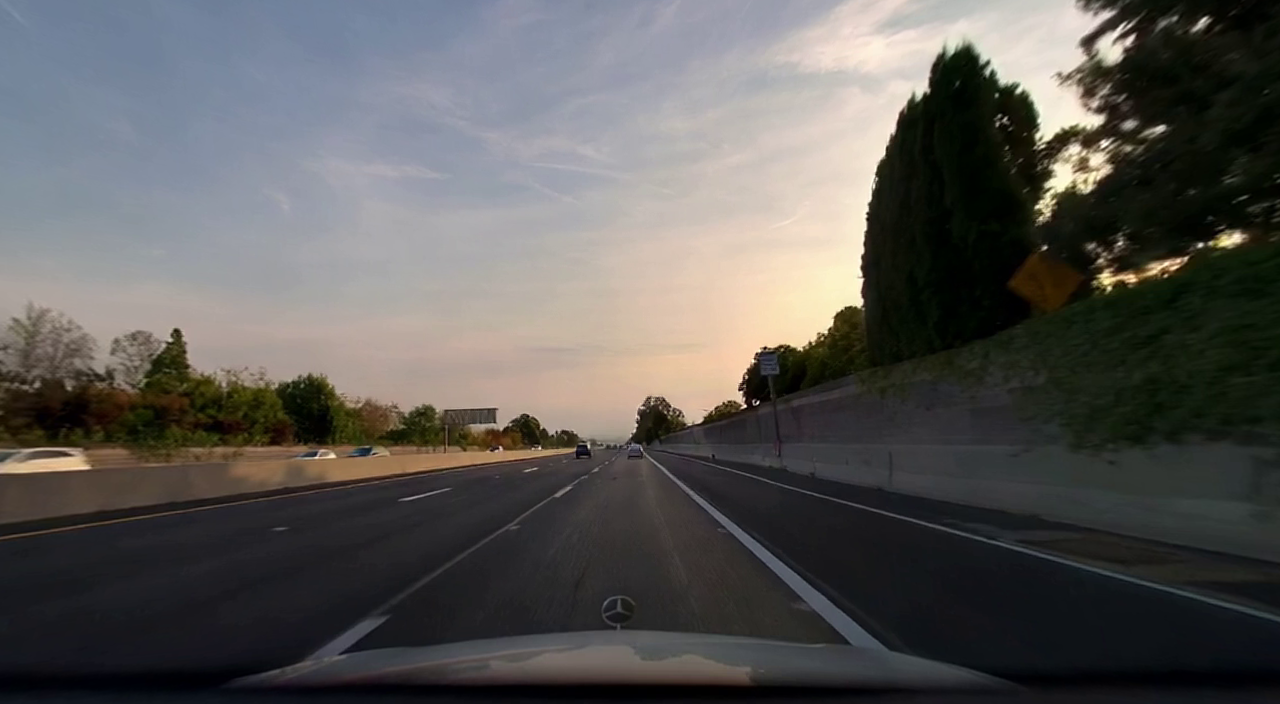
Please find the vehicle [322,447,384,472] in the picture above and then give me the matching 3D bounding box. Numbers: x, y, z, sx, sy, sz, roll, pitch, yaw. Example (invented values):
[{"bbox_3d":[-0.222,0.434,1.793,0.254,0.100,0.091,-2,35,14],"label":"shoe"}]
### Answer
[{"bbox_3d":[-18.270,6.853,40.466,1.892,1.430,4.575,0,-8,-1],"label":"vehicle"}]
